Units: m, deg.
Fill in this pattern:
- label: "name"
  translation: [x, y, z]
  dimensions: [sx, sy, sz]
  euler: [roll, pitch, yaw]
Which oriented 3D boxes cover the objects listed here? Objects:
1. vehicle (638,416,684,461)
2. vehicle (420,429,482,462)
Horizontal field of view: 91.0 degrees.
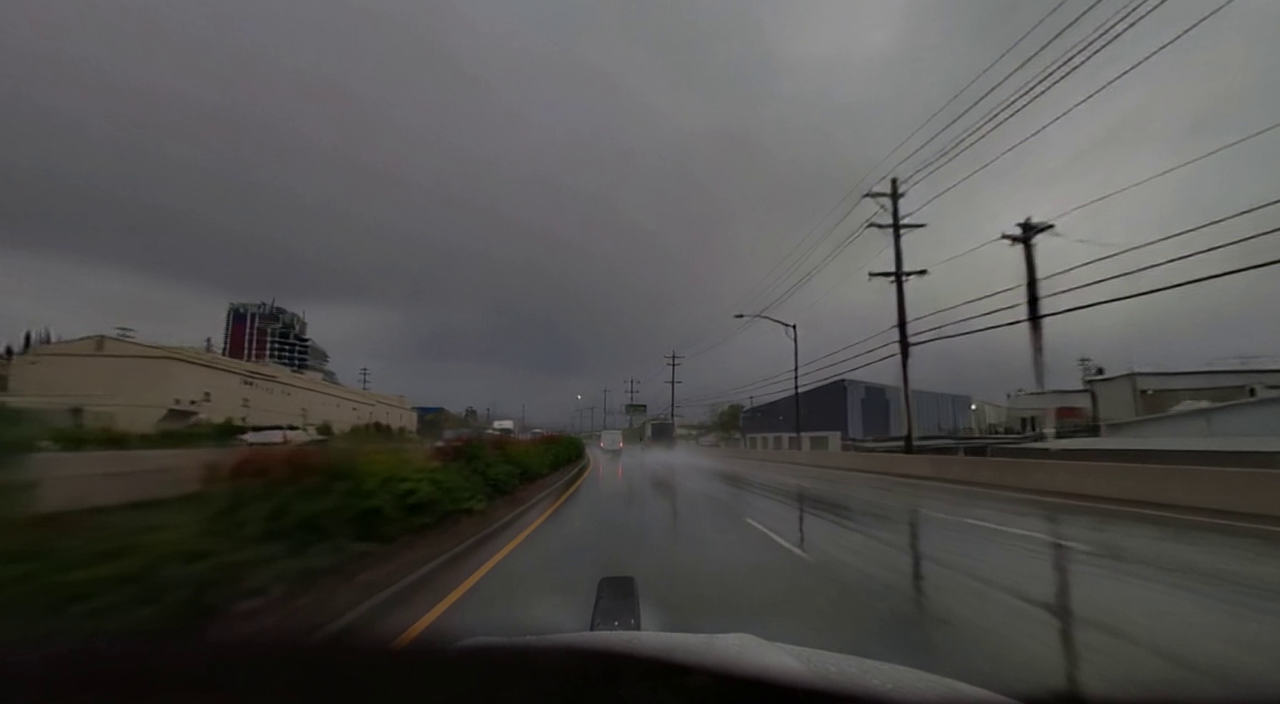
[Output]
- label: "vehicle"
  translation: [1.466, 6.661, 48.297]
  dimensions: [2.713, 3.140, 6.640]
  euler: [0, -8, -5]
- label: "vehicle"
  translation: [-9.522, 4.756, 32.083]
  dimensions: [1.952, 1.508, 4.321]
  euler: [0, -8, -2]
